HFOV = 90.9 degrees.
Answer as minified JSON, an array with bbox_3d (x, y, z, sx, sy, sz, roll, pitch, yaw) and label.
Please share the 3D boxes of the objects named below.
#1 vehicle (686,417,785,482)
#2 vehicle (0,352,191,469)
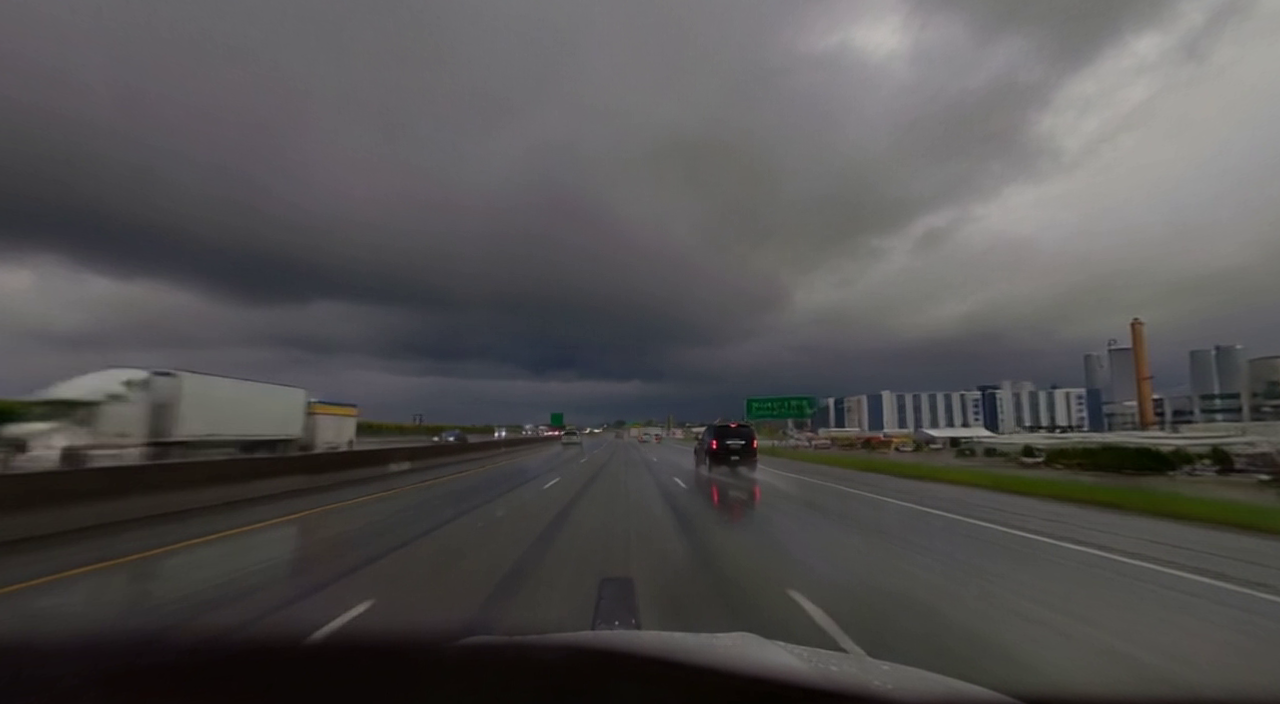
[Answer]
[{"bbox_3d":[2.589,2.759,18.192,2.022,1.637,4.229,0,-8,-2],"label":"vehicle"},{"bbox_3d":[-21.109,2.367,24.355,3.001,3.983,5.879,0,-8,-1],"label":"vehicle"}]
